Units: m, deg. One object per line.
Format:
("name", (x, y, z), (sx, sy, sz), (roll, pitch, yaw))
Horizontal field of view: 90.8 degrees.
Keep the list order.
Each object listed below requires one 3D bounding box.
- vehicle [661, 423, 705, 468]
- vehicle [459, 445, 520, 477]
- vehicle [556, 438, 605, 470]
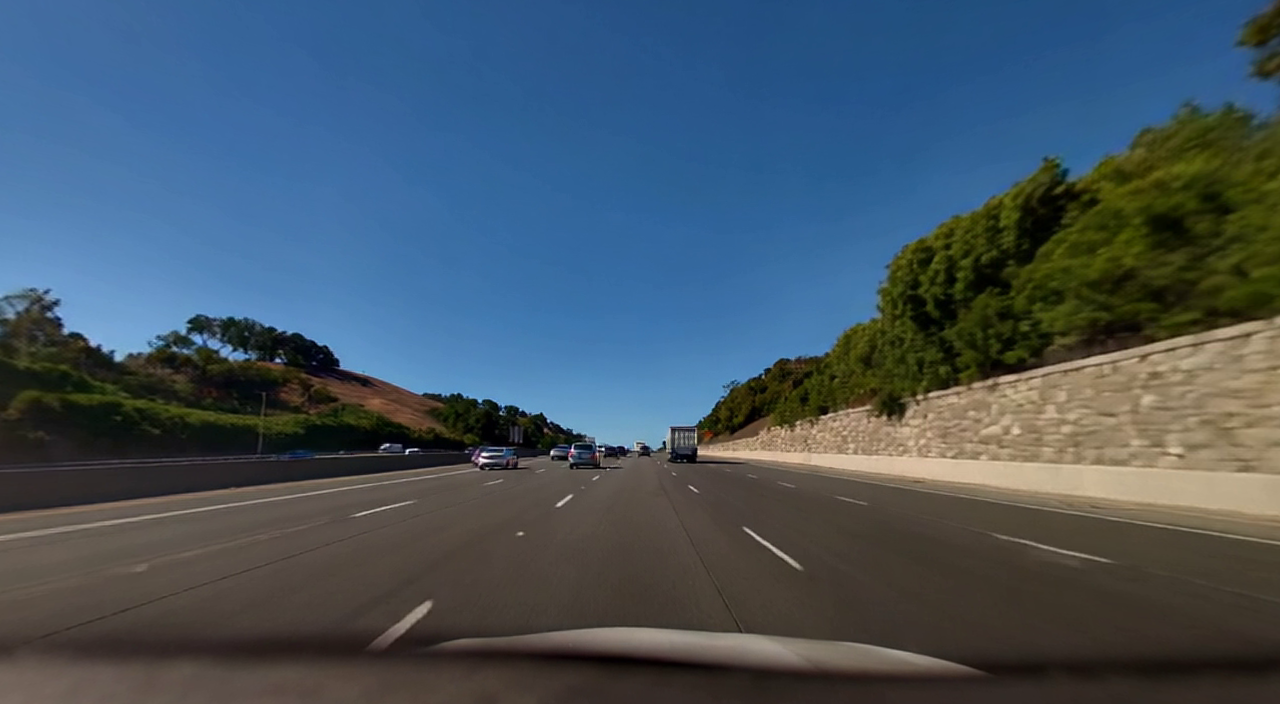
("vehicle", (3.168, 7.155, 48.445), (2.795, 3.187, 7.205), (0, -8, 0))
("vehicle", (-7.852, 5.713, 33.396), (2.102, 1.522, 4.394), (0, -8, 0))
("vehicle", (-3.955, 6.945, 43.123), (2.720, 2.041, 5.432), (0, -8, 1))
